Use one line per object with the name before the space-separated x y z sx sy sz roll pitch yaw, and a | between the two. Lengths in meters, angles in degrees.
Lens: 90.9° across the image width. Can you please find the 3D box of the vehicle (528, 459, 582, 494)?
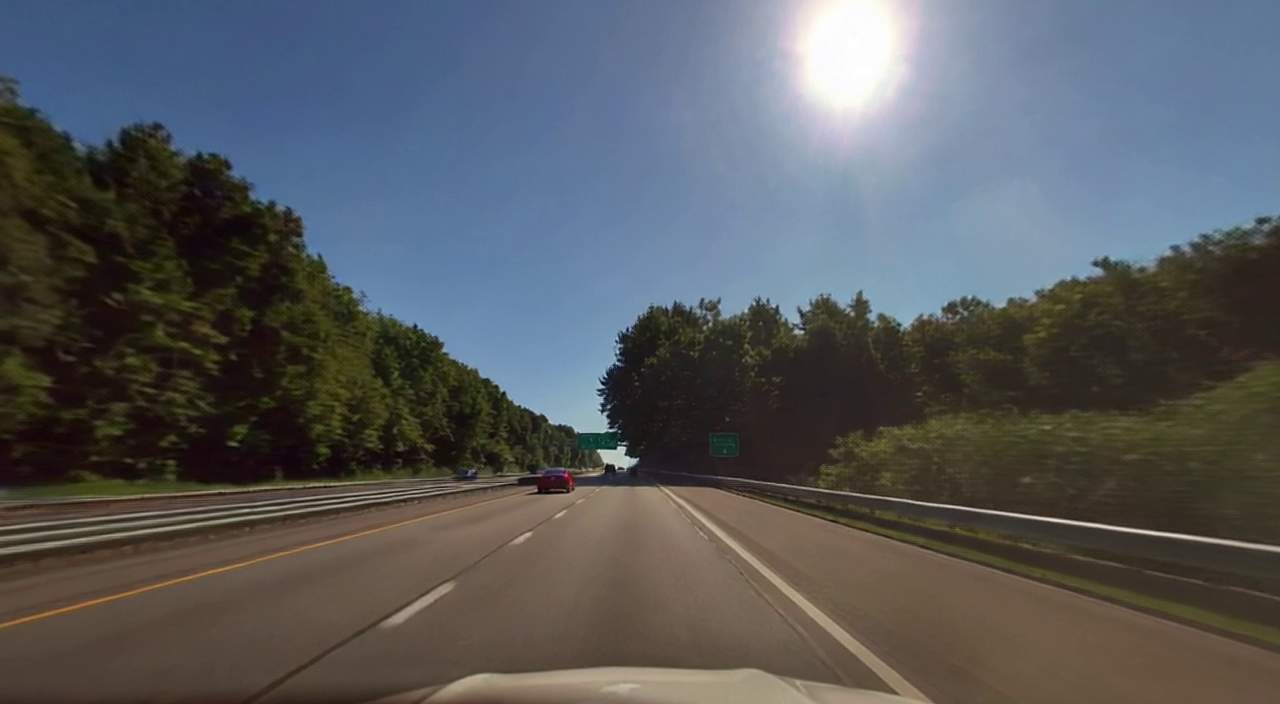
vehicle | -4.013 6.020 30.519 1.954 1.509 4.094 1 -11 1
